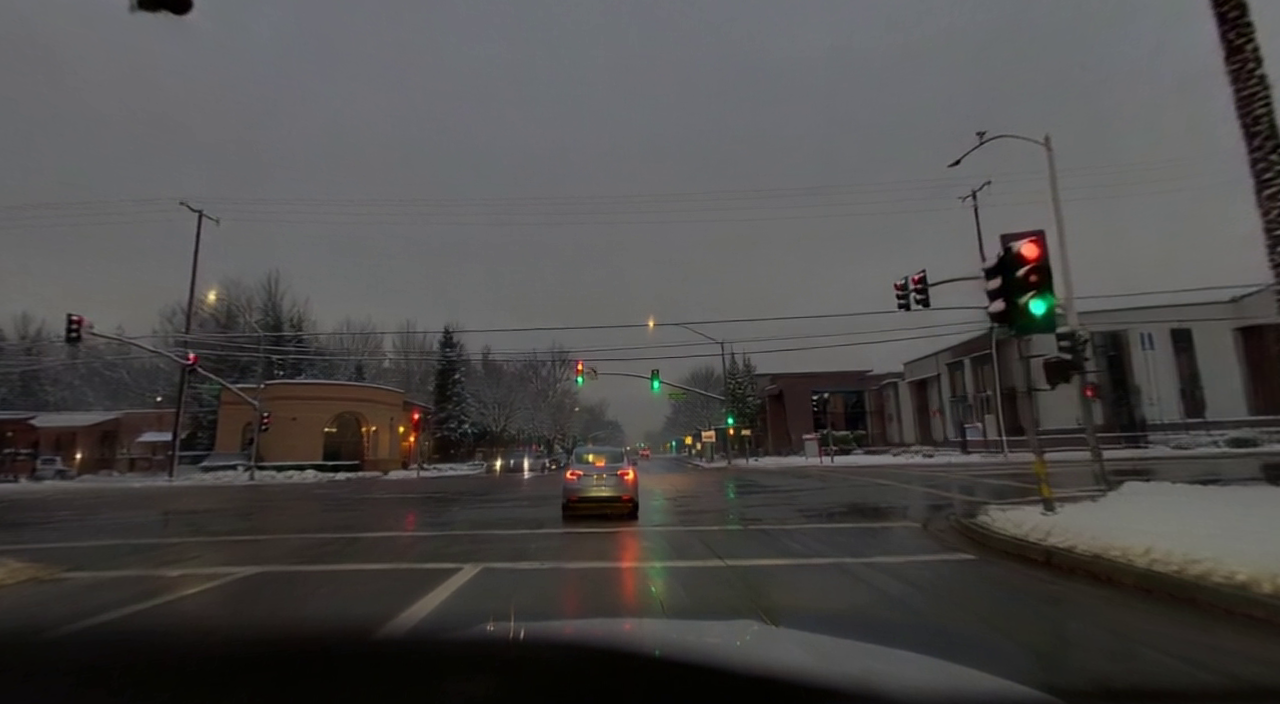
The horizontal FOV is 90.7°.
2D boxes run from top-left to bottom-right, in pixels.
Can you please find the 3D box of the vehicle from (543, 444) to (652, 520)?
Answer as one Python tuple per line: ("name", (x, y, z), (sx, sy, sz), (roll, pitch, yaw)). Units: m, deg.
("vehicle", (-0.887, 2.917, 14.724), (2.152, 1.478, 4.229), (0, -9, -1))
